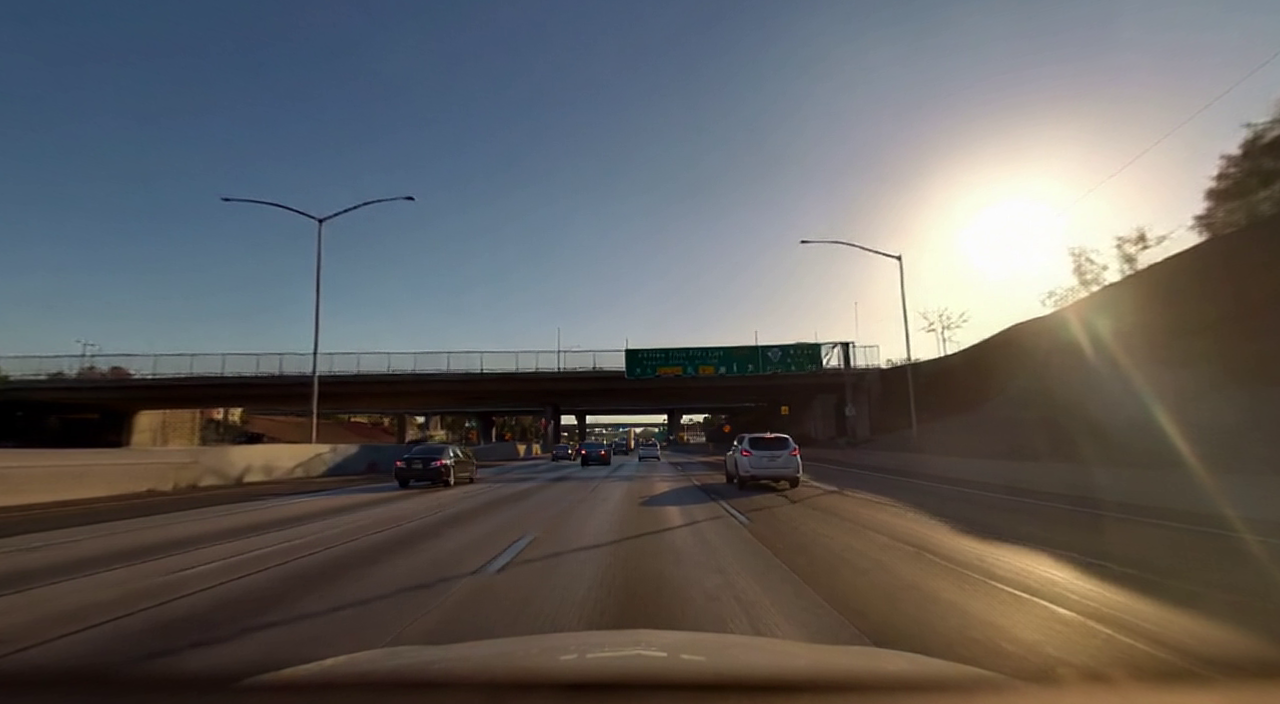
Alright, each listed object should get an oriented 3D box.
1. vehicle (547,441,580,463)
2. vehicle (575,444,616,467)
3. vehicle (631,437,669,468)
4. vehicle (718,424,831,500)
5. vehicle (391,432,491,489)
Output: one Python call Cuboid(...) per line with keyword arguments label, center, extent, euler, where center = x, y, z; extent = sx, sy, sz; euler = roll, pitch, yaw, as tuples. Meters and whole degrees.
Cuboid(label="vehicle", center=(-5.917, 7.772, 49.036), extent=(1.992, 1.604, 3.966), euler=(0, -8, 1))
Cuboid(label="vehicle", center=(-2.834, 6.707, 41.128), extent=(2.205, 1.406, 4.286), euler=(0, -8, 2))
Cuboid(label="vehicle", center=(0.625, 6.022, 38.062), extent=(2.133, 1.739, 3.925), euler=(0, -8, 1))
Cuboid(label="vehicle", center=(3.569, 3.016, 17.737), extent=(2.083, 1.823, 4.627), euler=(0, -8, -1))
Cuboid(label="vehicle", center=(-6.525, 3.588, 21.169), extent=(1.946, 1.688, 4.019), euler=(0, -8, 1))
